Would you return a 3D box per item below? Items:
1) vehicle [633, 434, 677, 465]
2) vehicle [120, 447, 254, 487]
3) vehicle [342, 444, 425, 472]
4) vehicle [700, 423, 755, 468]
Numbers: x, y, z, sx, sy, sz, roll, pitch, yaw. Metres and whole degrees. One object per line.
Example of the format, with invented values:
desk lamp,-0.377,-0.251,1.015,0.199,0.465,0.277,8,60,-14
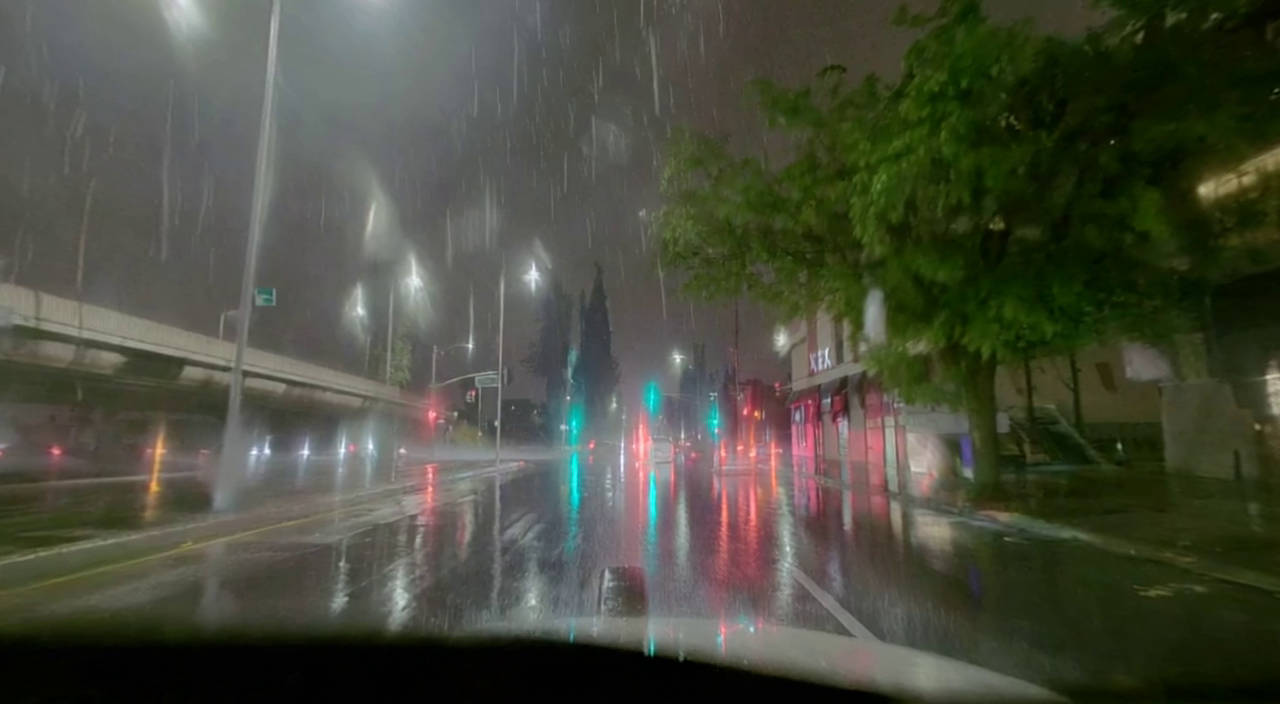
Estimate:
vehicle,0.721,4.966,32.150,2.101,1.467,4.210,0,-8,0
vehicle,-20.587,5.198,28.910,1.832,1.611,4.546,-4,-9,25
vehicle,-15.362,6.345,38.000,1.860,1.543,4.302,-5,-10,32
vehicle,4.139,4.546,30.566,2.080,1.999,4.379,0,-8,1
